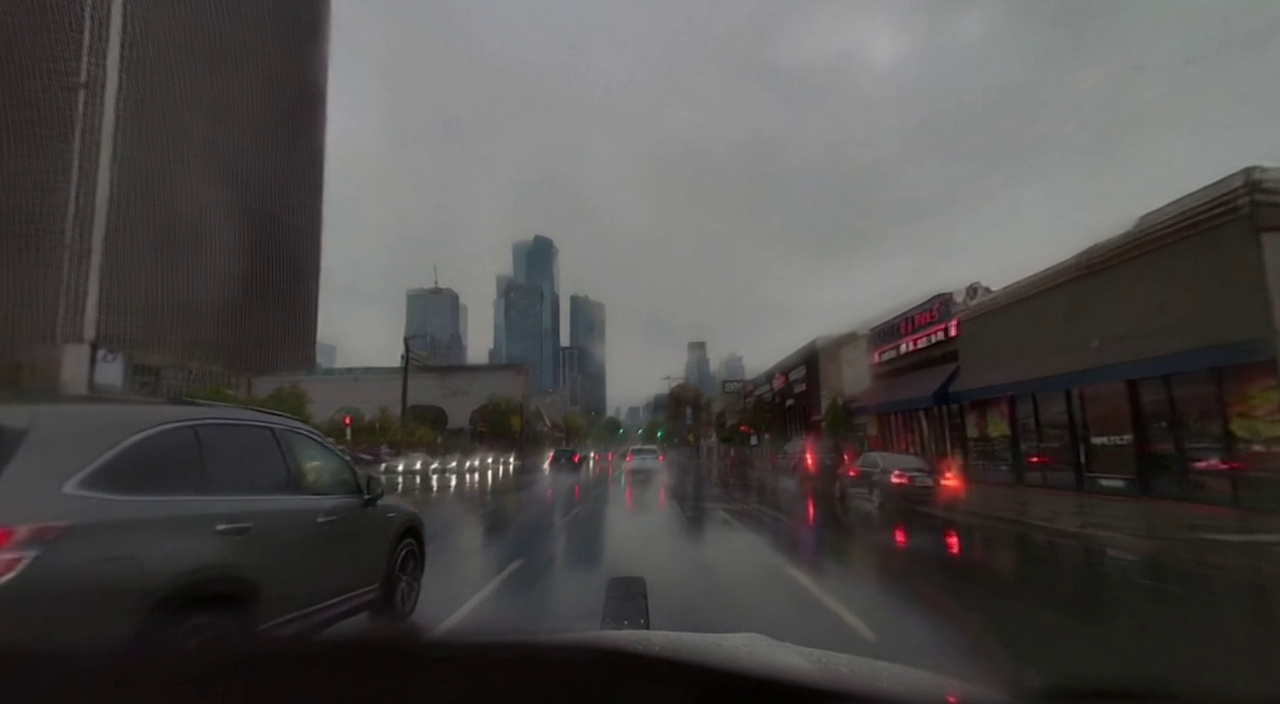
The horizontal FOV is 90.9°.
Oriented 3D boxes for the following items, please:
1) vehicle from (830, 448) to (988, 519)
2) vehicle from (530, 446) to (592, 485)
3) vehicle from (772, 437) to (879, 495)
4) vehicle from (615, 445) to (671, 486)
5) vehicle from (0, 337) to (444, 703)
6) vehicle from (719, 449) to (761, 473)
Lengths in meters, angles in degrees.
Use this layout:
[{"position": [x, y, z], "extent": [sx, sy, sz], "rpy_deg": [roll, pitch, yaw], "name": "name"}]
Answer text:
[{"position": [6.362, 3.130, 15.576], "extent": [1.944, 1.462, 4.406], "rpy_deg": [0, -9, 0], "name": "vehicle"}, {"position": [-3.169, 4.658, 26.242], "extent": [1.950, 1.450, 4.257], "rpy_deg": [0, -9, 1], "name": "vehicle"}, {"position": [6.440, 4.022, 22.619], "extent": [2.159, 1.817, 5.056], "rpy_deg": [0, -9, -2], "name": "vehicle"}, {"position": [0.122, 4.431, 24.968], "extent": [2.037, 1.484, 4.073], "rpy_deg": [0, -9, 0], "name": "vehicle"}, {"position": [-2.941, 1.064, 3.743], "extent": [2.049, 1.646, 4.445], "rpy_deg": [0, -9, 1], "name": "vehicle"}, {"position": [6.801, 7.447, 43.334], "extent": [2.014, 1.495, 4.562], "rpy_deg": [0, -9, -1], "name": "vehicle"}]
